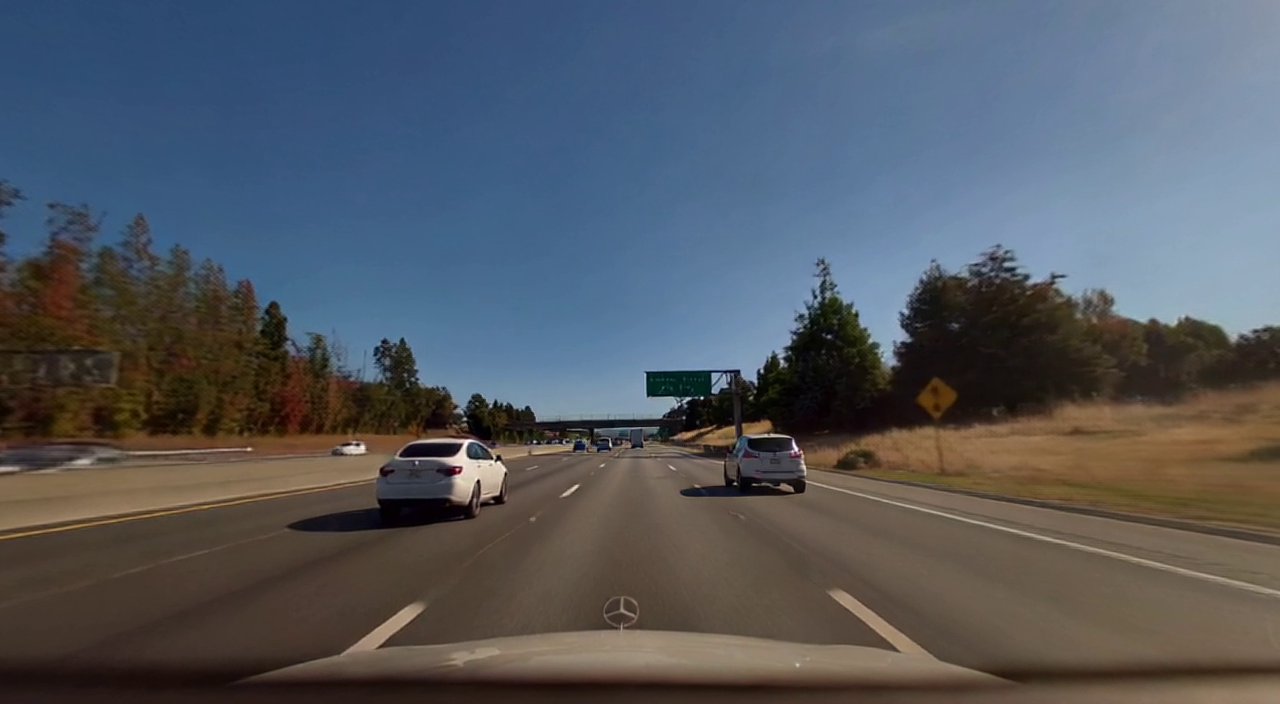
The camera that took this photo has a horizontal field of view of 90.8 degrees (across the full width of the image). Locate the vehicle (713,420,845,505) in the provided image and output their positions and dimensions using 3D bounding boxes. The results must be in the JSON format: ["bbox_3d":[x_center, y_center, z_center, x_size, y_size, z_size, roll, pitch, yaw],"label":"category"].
[{"bbox_3d":[3.076,2.559,14.979,2.053,1.714,4.097,0,-9,-2],"label":"vehicle"}]

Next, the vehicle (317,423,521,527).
[{"bbox_3d":[-3.856,2.268,12.187,2.118,1.573,4.940,0,-9,0],"label":"vehicle"}]
